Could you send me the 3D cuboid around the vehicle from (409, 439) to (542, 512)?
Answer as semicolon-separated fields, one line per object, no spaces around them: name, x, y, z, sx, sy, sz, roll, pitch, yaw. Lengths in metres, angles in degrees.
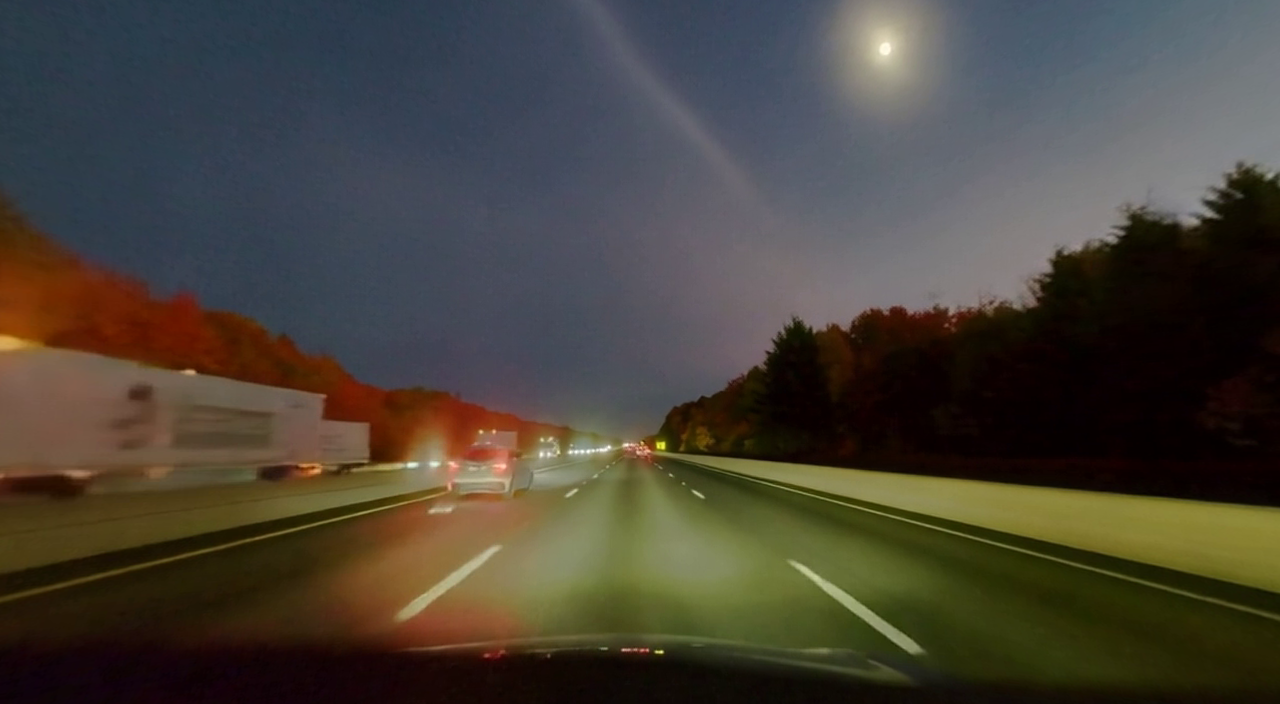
vehicle;-3.995;3.089;16.207;2.153;1.577;4.707;0;-9;0

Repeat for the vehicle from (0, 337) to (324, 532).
vehicle;-14.840;2.488;17.975;2.934;4.021;16.786;0;-9;0
